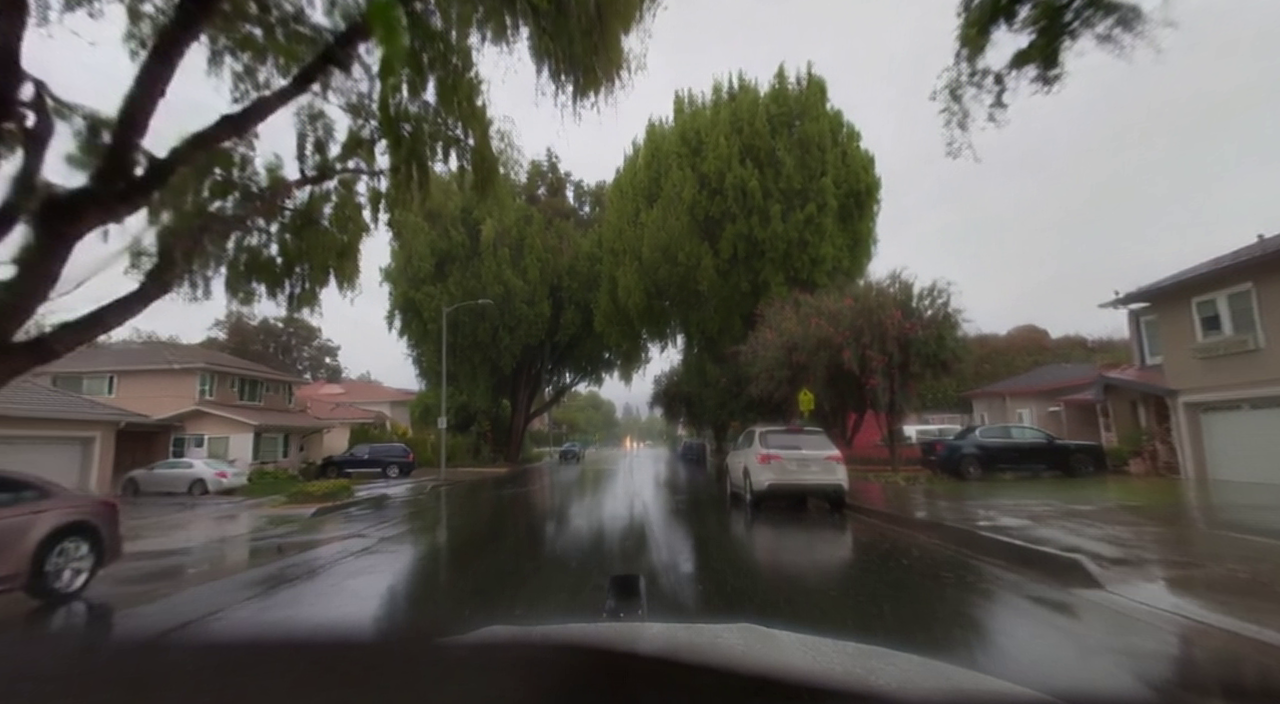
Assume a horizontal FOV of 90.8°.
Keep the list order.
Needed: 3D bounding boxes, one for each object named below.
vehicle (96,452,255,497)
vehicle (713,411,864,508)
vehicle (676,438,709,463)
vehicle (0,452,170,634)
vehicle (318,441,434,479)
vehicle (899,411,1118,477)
[{"bbox_3d":[-16.147,4.251,22.089,4.276,1.463,1.832,-1,-8,7],"label":"vehicle"},{"bbox_3d":[3.208,2.459,14.942,2.241,1.875,5.059,0,-8,-1],"label":"vehicle"},{"bbox_3d":[3.466,6.546,42.295,2.016,1.567,4.228,-1,-8,2],"label":"vehicle"},{"bbox_3d":[-6.241,1.603,4.768,2.099,1.399,4.357,-4,-7,0],"label":"vehicle"},{"bbox_3d":[-13.124,5.396,31.635,4.928,1.797,1.981,-1,-8,2],"label":"vehicle"},{"bbox_3d":[10.496,2.702,18.479,5.041,1.486,1.969,-6,-9,13],"label":"vehicle"}]
